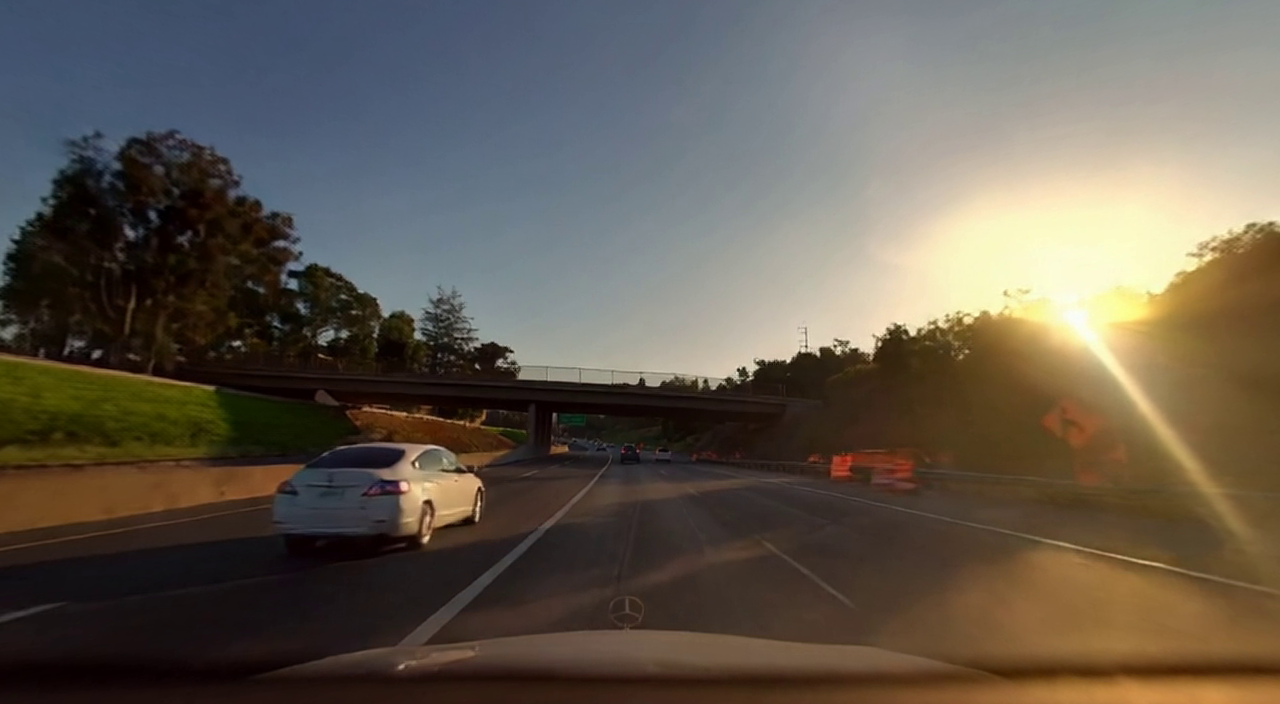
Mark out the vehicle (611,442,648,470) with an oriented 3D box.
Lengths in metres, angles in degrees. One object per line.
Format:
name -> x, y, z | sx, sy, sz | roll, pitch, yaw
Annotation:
vehicle -> -0.760, 7.011, 42.771 | 2.328, 1.805, 4.502 | 0, -8, -2

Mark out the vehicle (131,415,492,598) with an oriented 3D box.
vehicle -> -3.572, 1.764, 8.201 | 2.114, 1.650, 4.730 | 0, -8, 0
